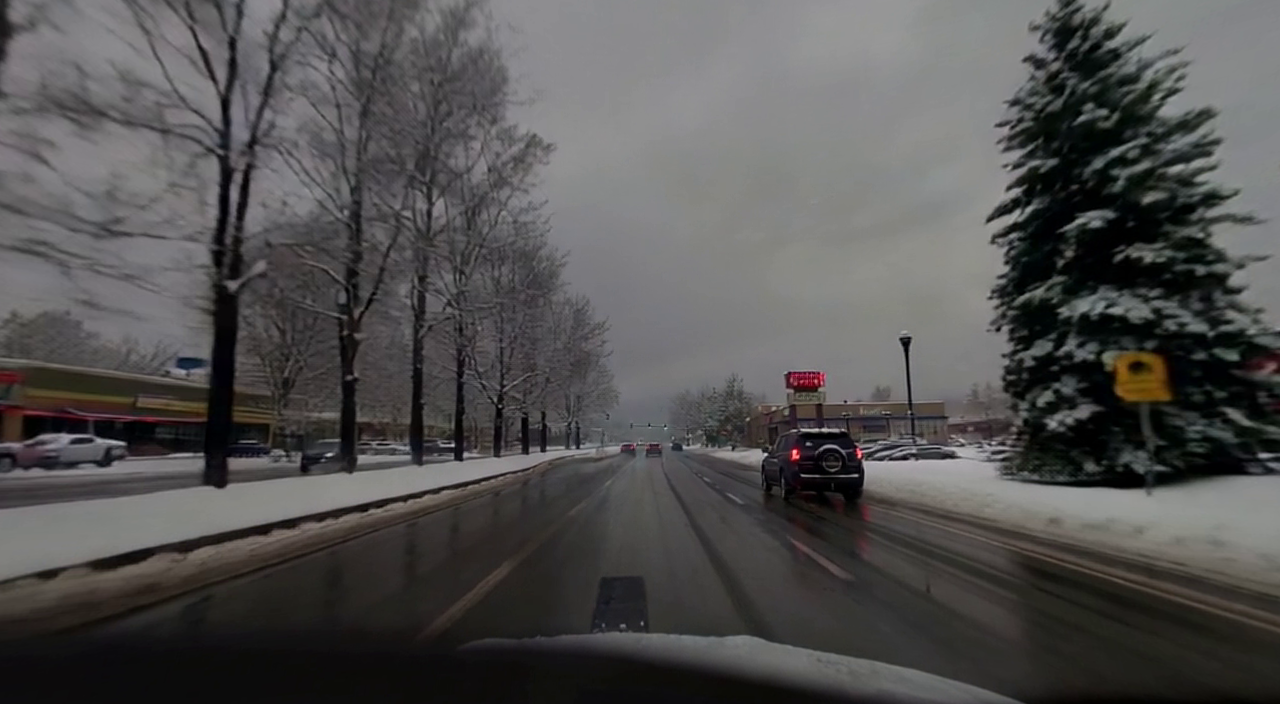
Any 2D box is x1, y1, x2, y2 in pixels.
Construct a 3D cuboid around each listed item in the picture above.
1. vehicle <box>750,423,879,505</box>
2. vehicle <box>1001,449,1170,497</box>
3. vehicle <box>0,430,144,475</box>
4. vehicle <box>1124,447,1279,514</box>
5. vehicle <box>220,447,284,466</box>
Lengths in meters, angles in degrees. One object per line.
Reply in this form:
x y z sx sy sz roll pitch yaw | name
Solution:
4.210 2.789 16.092 2.024 1.773 4.431 0 -8 0 | vehicle
17.773 4.833 25.354 5.012 1.813 2.291 0 -8 0 | vehicle
-28.318 4.905 30.913 2.344 1.946 6.771 -1 -9 2 | vehicle
17.769 3.768 18.745 4.864 1.838 2.123 0 -8 3 | vehicle
-29.287 7.859 47.611 3.695 1.400 1.658 0 -8 1 | vehicle
